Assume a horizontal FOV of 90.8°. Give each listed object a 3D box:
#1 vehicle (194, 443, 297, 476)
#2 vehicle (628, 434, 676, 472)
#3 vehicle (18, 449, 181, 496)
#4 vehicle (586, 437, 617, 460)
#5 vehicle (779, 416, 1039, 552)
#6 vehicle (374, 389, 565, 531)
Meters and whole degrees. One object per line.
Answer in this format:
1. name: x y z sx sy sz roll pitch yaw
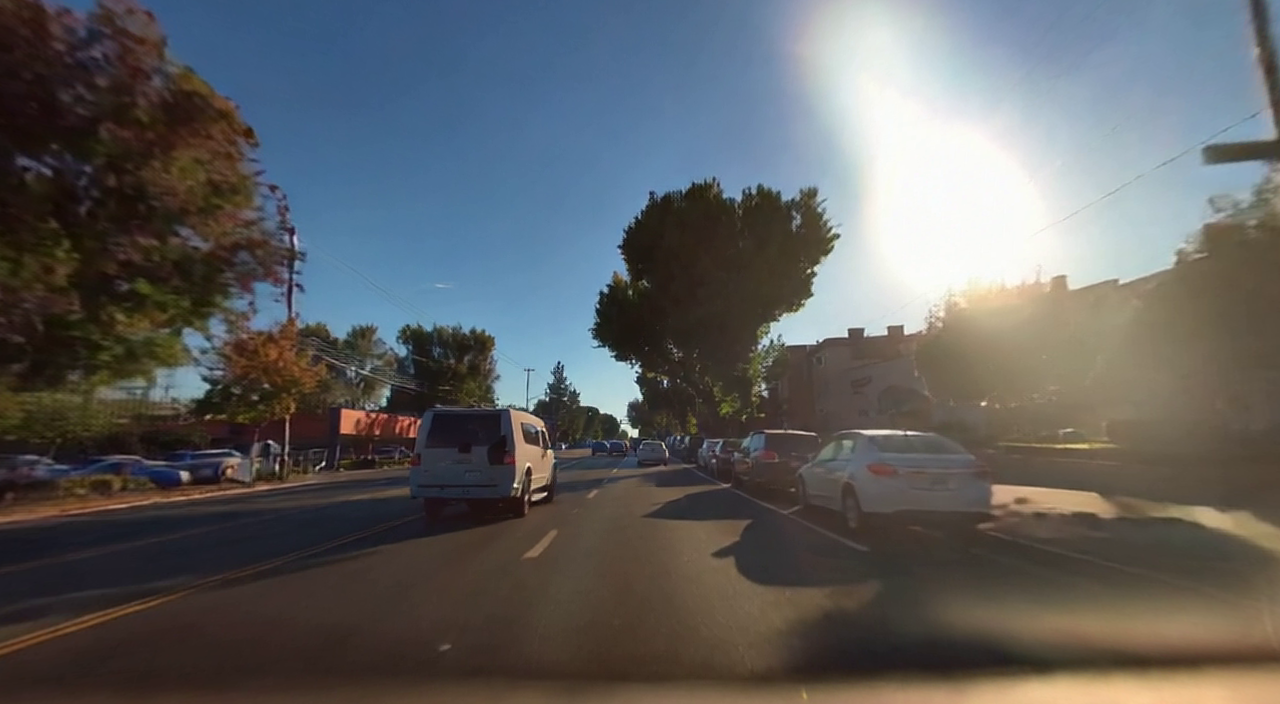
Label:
1. vehicle: -23.977 6.519 38.517 4.791 1.928 2.144 0 -8 0
2. vehicle: 0.524 4.818 30.309 2.126 1.657 4.132 0 -8 -1
3. vehicle: -23.047 5.117 27.097 5.075 1.581 2.063 -3 -8 -2
4. vehicle: -2.913 7.330 48.053 2.028 1.689 4.162 0 -8 1
5. vehicle: 3.825 1.964 10.174 1.947 1.646 4.782 0 -8 -2
6. vehicle: -2.876 2.003 12.155 2.213 2.123 5.124 0 -8 0
